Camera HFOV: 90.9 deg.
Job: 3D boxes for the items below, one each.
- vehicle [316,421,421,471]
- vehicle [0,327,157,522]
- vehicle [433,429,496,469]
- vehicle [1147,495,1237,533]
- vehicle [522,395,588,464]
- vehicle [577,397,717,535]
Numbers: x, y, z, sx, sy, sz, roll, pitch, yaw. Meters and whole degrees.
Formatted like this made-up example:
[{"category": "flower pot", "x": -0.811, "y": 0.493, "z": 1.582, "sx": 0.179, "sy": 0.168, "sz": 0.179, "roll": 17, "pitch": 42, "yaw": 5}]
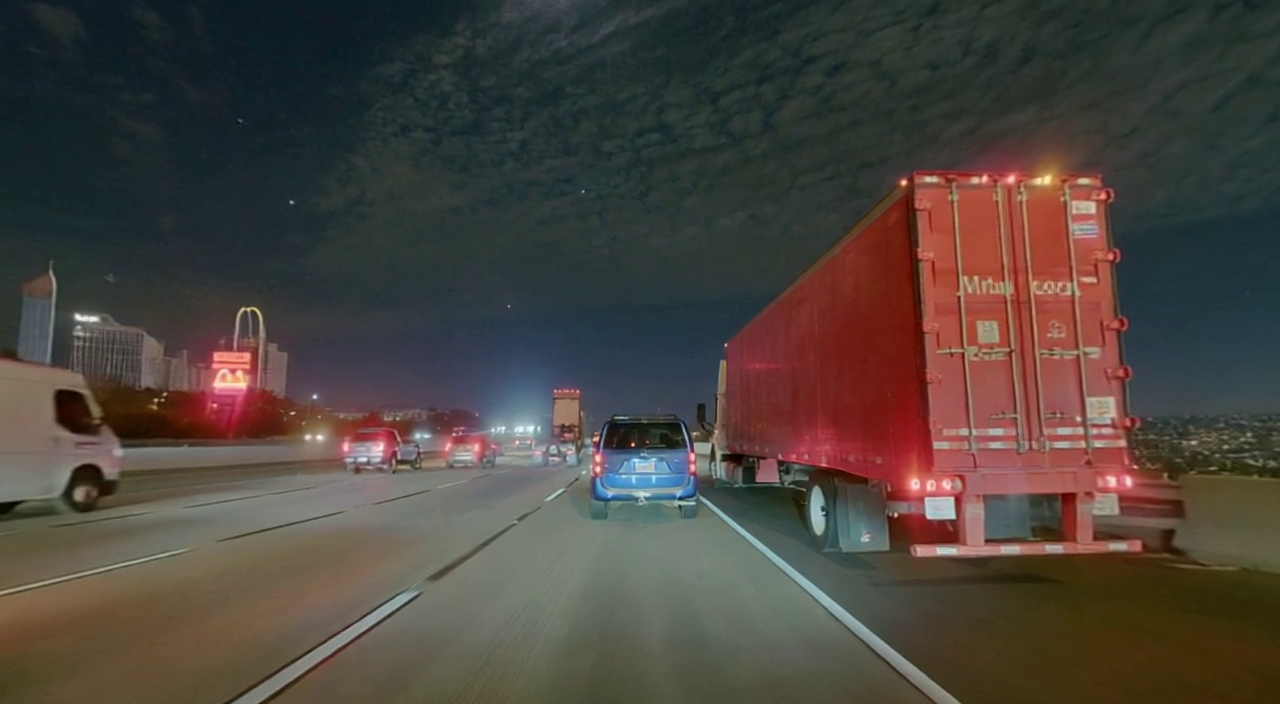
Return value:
[{"category": "vehicle", "x": -12.038, "y": 4.260, "z": 28.575, "sx": 2.240, "sy": 1.995, "sz": 5.854, "roll": 0, "pitch": -9, "yaw": -1}, {"category": "vehicle", "x": -11.331, "y": 1.024, "z": 9.163, "sx": 2.375, "sy": 3.041, "sz": 7.638, "roll": 0, "pitch": -8, "yaw": 1}, {"category": "vehicle", "x": -8.097, "y": 4.542, "z": 29.525, "sx": 1.854, "sy": 1.740, "sz": 4.151, "roll": 0, "pitch": -9, "yaw": -1}, {"category": "vehicle", "x": 32.481, "y": 9.499, "z": 37.211, "sx": 1.588, "sy": 1.418, "sz": 3.744, "roll": 8, "pitch": -6, "yaw": -14}, {"category": "vehicle", "x": -4.644, "y": 4.561, "z": 36.252, "sx": 2.814, "sy": 3.513, "sz": 8.529, "roll": 0, "pitch": -9, "yaw": -1}, {"category": "vehicle", "x": 0.036, "y": 1.886, "z": 10.858, "sx": 1.947, "sy": 1.910, "sz": 4.040, "roll": 0, "pitch": -9, "yaw": -2}]
